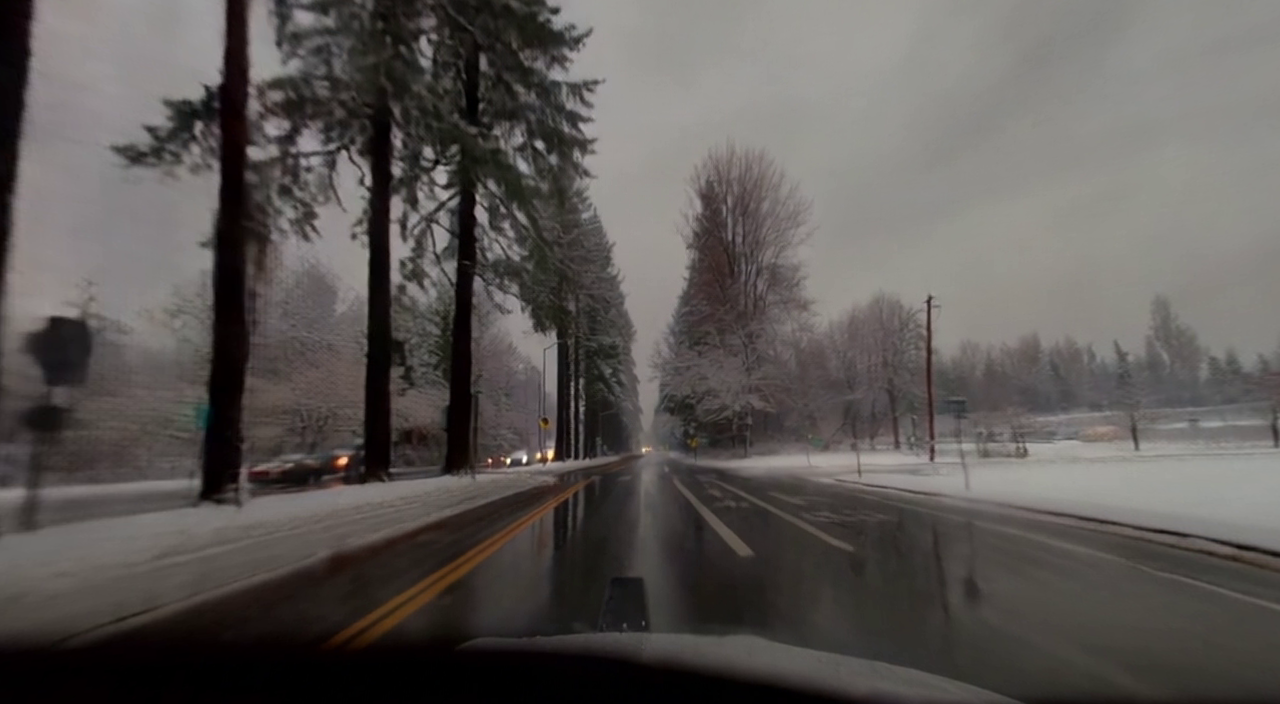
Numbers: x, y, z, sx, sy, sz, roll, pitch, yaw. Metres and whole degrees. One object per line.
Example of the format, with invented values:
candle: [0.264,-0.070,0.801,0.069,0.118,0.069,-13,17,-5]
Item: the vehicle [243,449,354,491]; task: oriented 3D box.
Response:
vehicle: [-13.618,4.708,25.483,1.883,1.484,4.464,0,-8,1]
